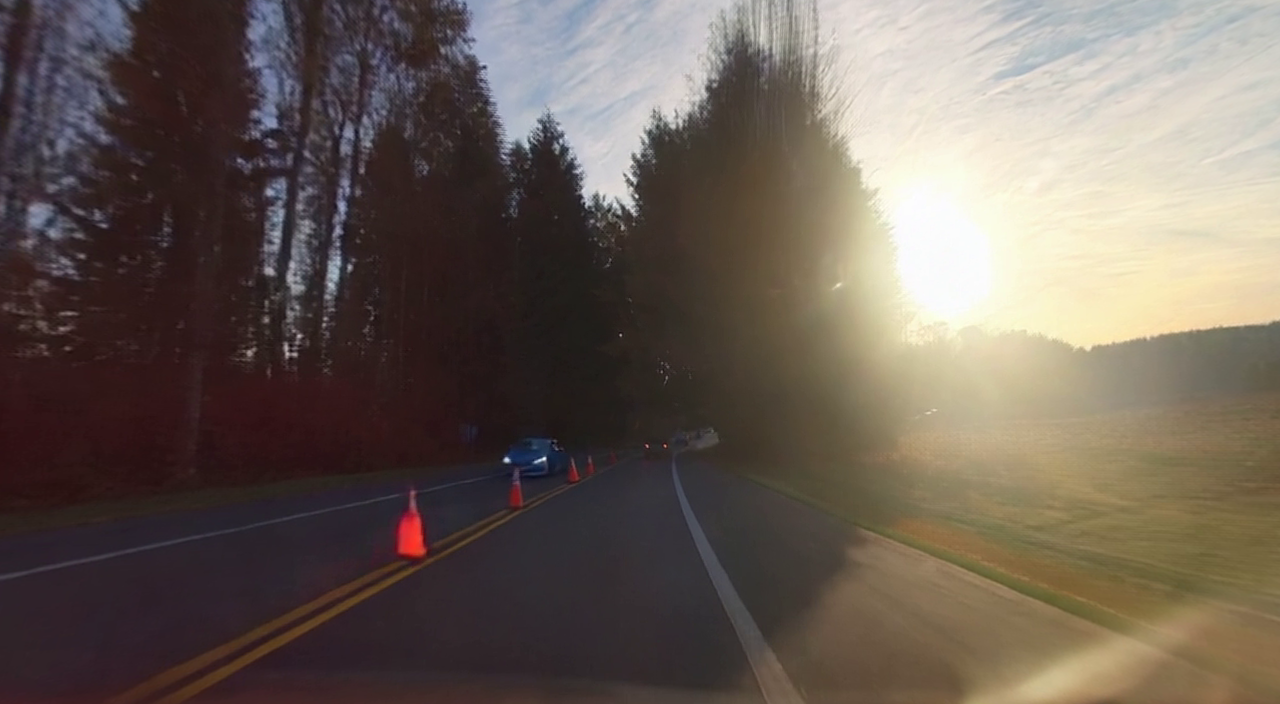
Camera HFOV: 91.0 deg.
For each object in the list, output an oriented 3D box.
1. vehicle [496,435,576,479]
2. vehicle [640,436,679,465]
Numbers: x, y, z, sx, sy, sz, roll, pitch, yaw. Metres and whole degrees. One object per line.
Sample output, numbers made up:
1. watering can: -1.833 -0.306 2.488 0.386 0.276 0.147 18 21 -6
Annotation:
1. vehicle: -3.794 3.923 23.792 2.046 1.451 4.342 0 -8 4
2. vehicle: 1.140 5.463 35.020 2.042 1.489 3.963 0 -8 3
